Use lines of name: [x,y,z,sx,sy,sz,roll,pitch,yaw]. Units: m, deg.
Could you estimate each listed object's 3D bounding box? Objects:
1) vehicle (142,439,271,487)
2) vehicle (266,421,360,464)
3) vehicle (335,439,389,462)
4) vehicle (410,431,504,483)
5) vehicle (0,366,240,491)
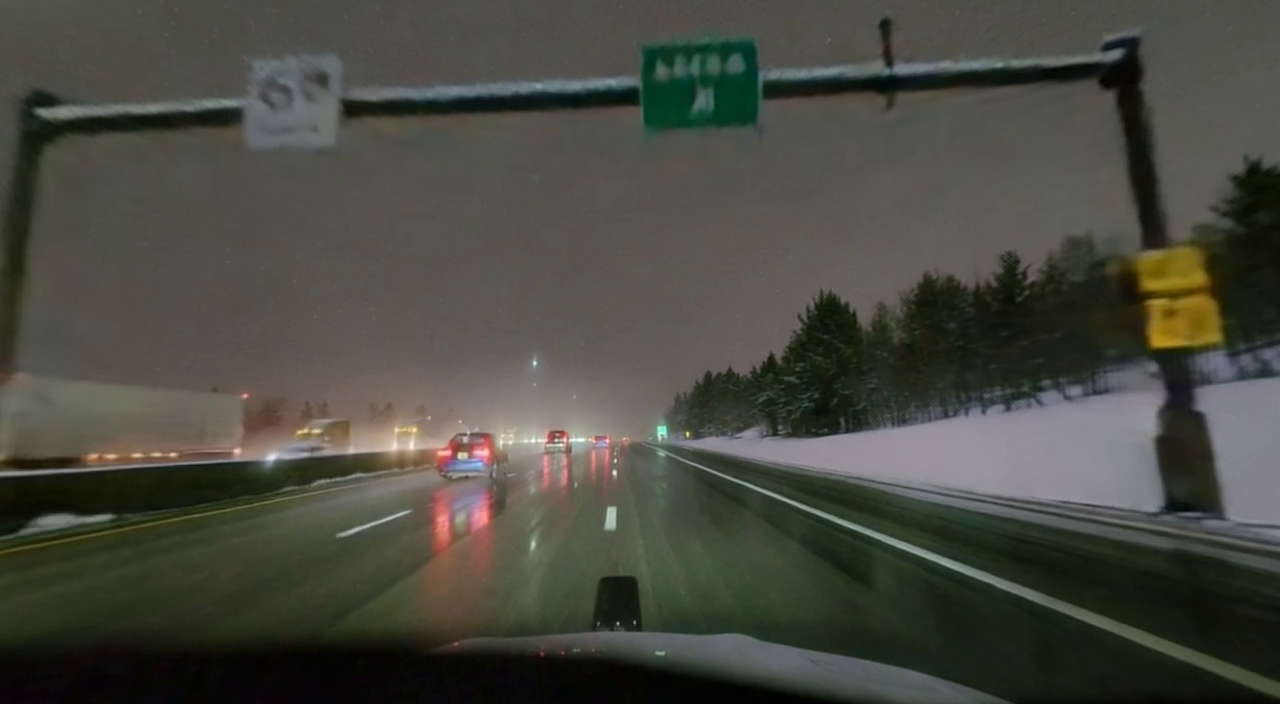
vehicle: [-14.765,3.756,21.686,1.775,1.440,3.806,0,-8,-1]
vehicle: [-22.983,6.395,44.722,3.016,2.733,7.070,0,-8,-1]
vehicle: [-19.227,6.810,43.626,1.858,1.457,4.357,0,-8,-1]
vehicle: [-5.963,3.449,21.034,1.953,1.550,4.167,0,-8,-1]
vehicle: [-22.071,3.027,23.920,3.348,3.923,16.919,-1,-8,-2]
